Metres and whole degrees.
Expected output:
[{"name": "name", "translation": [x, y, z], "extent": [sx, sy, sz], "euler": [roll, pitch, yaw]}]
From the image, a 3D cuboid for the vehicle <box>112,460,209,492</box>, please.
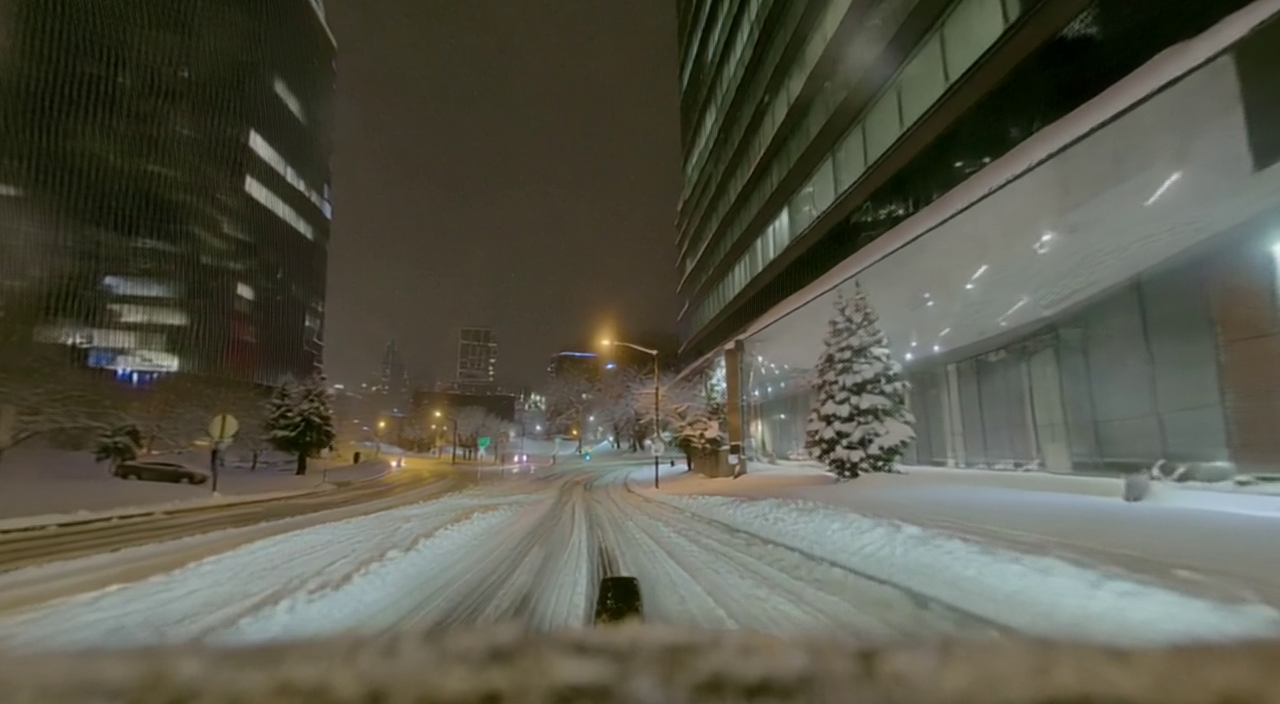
[{"name": "vehicle", "translation": [-28.919, 7.458, 38.123], "extent": [4.473, 1.778, 2.125], "euler": [-2, -9, 13]}]
